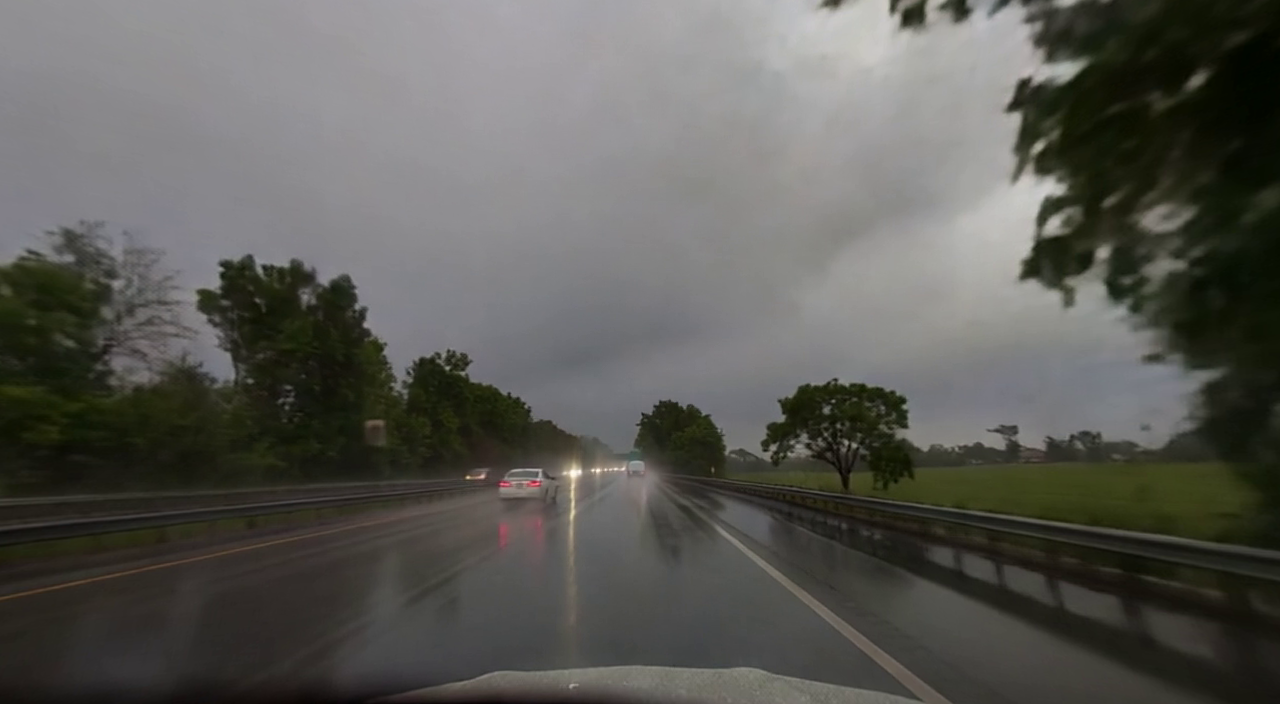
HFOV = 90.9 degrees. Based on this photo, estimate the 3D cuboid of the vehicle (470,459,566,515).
[{"bbox_3d":[-3.675,4.220,19.992,2.006,1.516,4.820,1,-11,1],"label":"vehicle"}]
